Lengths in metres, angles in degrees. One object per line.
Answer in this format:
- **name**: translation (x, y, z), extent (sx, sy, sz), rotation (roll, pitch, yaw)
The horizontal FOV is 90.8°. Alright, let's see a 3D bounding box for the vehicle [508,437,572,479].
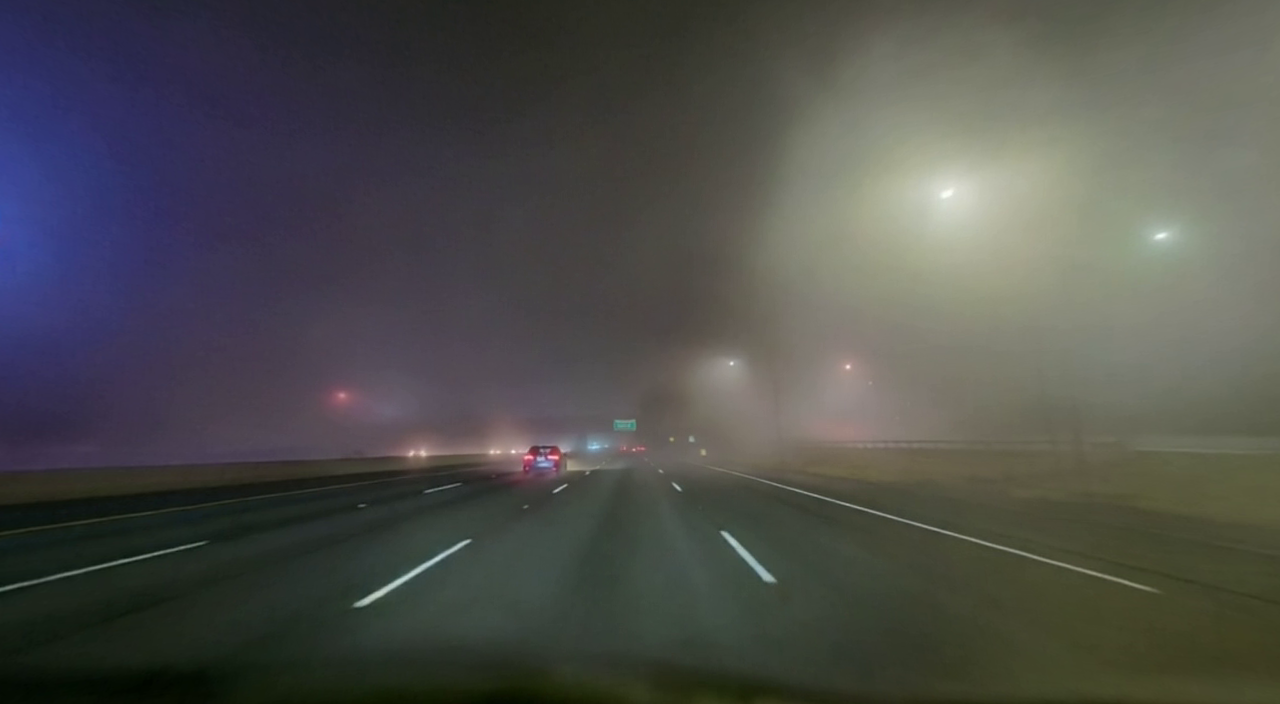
- **vehicle**: translation (-4.370, 4.716, 28.355), extent (2.102, 1.727, 4.704), rotation (0, -9, 0)
